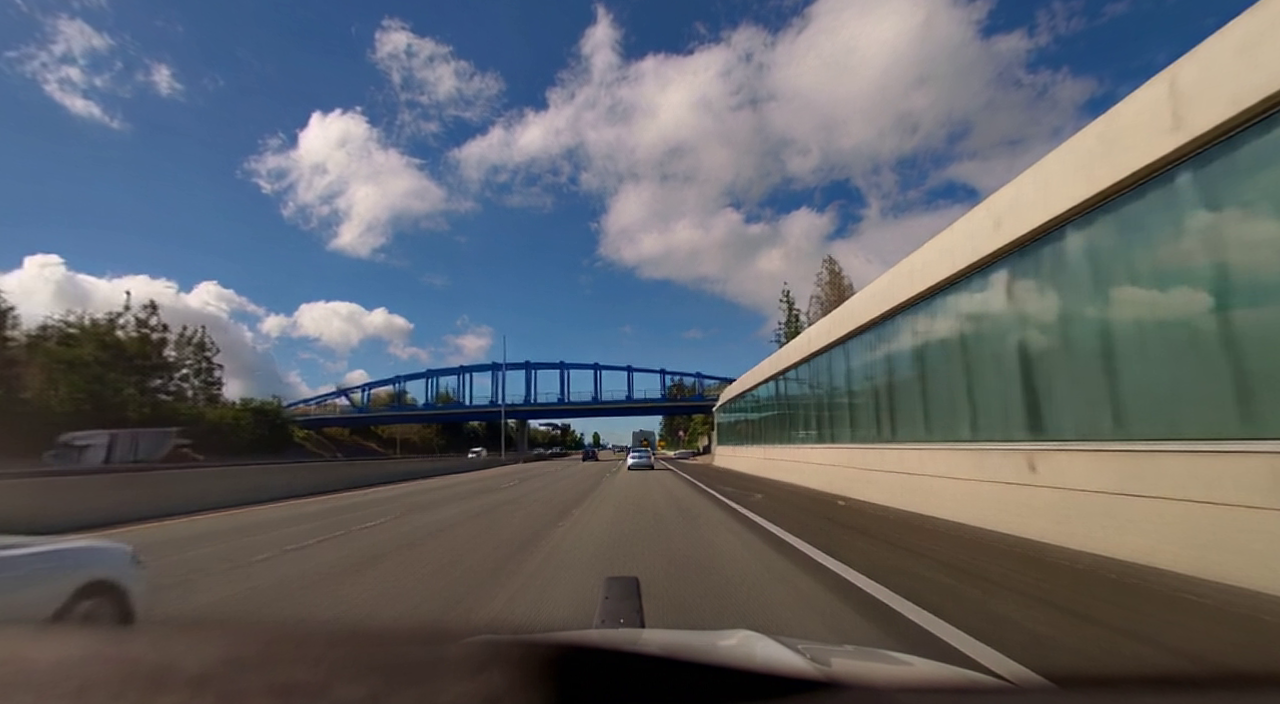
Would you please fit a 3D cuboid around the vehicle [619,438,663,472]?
[{"bbox_3d":[0.018,5.704,34.996,2.299,1.716,4.579,0,-9,-1],"label":"vehicle"}]

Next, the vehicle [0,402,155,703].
[{"bbox_3d":[-3.415,0.676,0.560,2.095,1.498,4.854,0,-9,0],"label":"vehicle"}]
